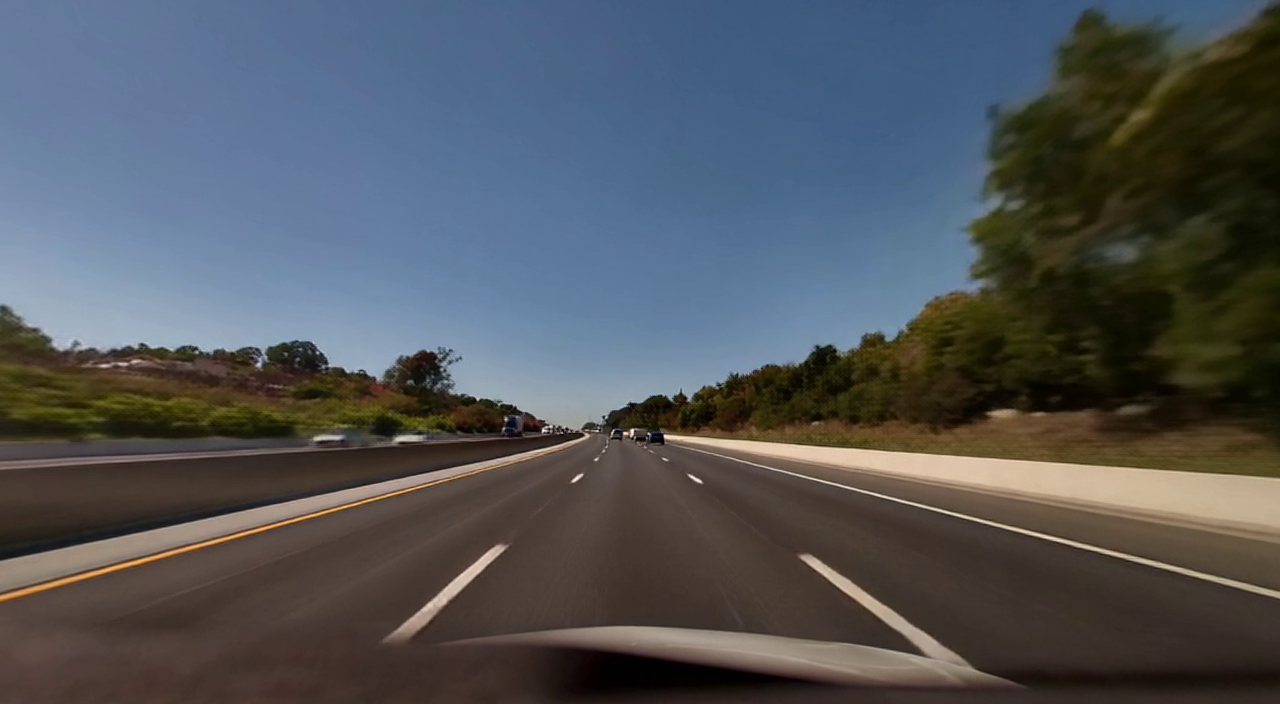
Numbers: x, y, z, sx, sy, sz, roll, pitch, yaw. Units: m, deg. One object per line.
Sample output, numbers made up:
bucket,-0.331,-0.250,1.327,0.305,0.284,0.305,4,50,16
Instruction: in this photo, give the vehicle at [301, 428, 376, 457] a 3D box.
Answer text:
vehicle,-16.190,4.874,34.064,2.077,1.480,4.193,0,-8,-2

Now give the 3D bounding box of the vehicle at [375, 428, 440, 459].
vehicle,-12.251,4.842,33.435,1.842,1.534,4.154,0,-8,0
